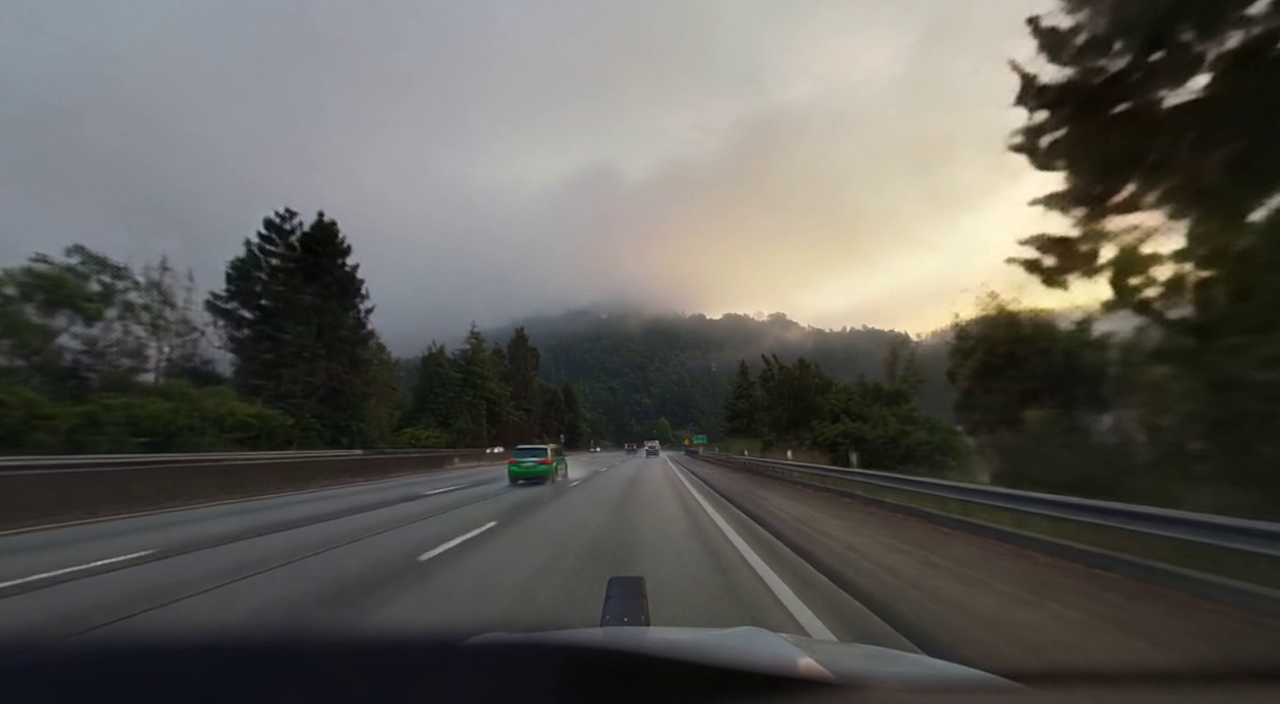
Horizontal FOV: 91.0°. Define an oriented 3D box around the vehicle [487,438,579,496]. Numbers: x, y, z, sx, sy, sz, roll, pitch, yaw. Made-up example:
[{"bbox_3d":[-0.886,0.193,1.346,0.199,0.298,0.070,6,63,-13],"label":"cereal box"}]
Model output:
[{"bbox_3d":[-3.123,3.448,19.321,2.015,1.561,4.469,0,-8,0],"label":"vehicle"}]
